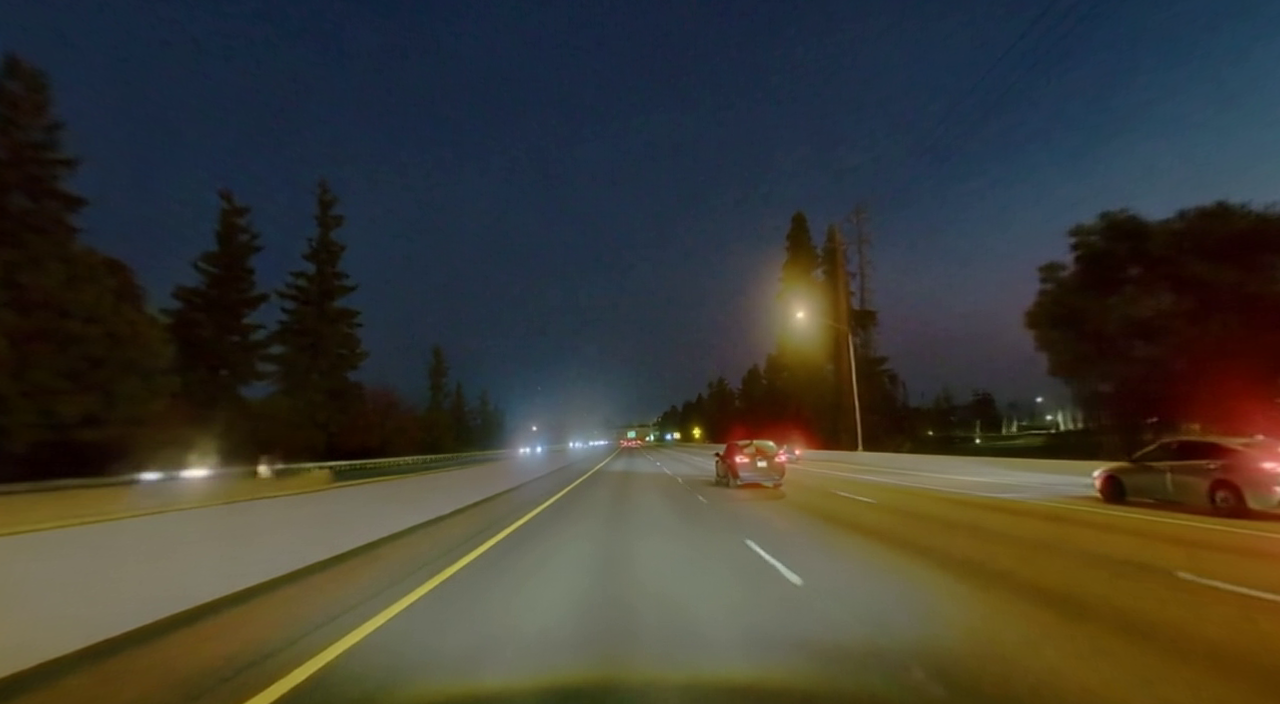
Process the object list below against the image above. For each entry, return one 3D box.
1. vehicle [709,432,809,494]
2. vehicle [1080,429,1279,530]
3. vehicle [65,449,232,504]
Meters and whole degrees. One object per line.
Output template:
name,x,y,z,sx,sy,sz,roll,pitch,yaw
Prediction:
vehicle,3.343,3.213,18.612,2.018,1.600,4.121,0,-9,-2
vehicle,10.640,2.167,11.145,1.987,1.502,5.130,0,-9,-1
vehicle,-15.184,3.818,19.879,1.851,1.513,4.241,0,-9,0
